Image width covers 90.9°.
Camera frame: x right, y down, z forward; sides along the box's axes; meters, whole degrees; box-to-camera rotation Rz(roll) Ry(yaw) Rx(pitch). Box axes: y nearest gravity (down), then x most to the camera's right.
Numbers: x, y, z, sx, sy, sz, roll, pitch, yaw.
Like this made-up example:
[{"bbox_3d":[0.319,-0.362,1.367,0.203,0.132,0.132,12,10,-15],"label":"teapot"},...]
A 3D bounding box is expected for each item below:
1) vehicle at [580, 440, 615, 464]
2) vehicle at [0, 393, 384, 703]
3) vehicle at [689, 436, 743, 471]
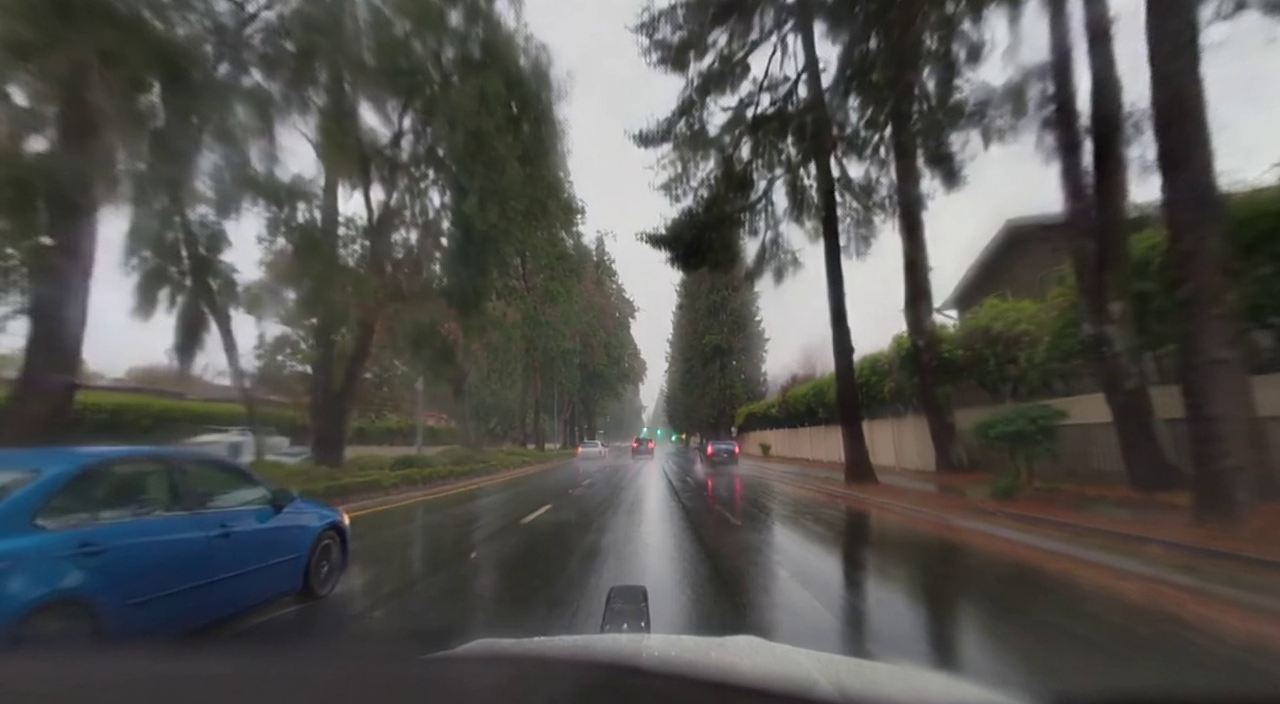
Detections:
[{"bbox_3d":[-2.847,6.767,42.753,1.940,1.473,4.133,0,-8,2],"label":"vehicle"},{"bbox_3d":[-3.569,1.074,3.518,2.091,1.503,4.989,0,-8,1],"label":"vehicle"},{"bbox_3d":[3.854,5.232,32.705,2.182,1.688,4.187,0,-8,-1],"label":"vehicle"}]
